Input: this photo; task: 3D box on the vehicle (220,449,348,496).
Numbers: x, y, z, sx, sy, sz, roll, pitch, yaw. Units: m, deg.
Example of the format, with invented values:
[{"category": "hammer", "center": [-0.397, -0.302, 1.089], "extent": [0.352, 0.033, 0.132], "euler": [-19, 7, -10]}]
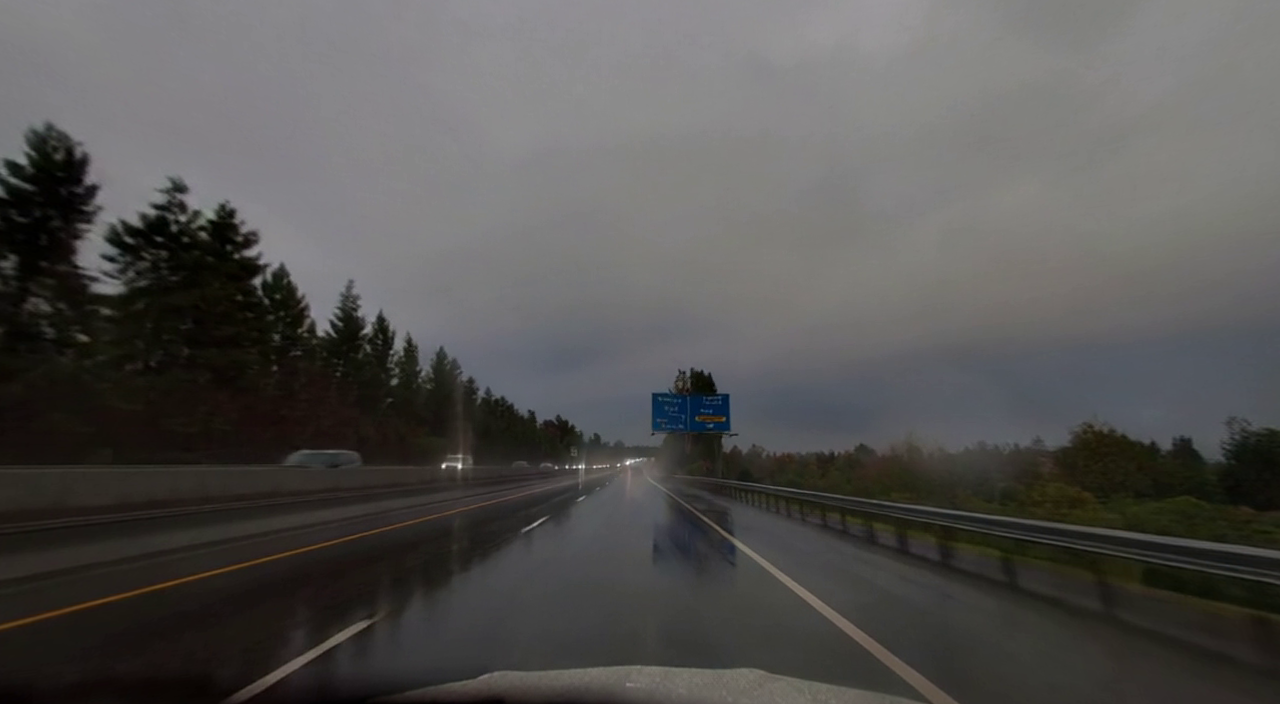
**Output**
[{"category": "vehicle", "center": [-12.754, 4.376, 22.978], "extent": [1.989, 1.497, 4.491], "euler": [1, -10, 0]}]
